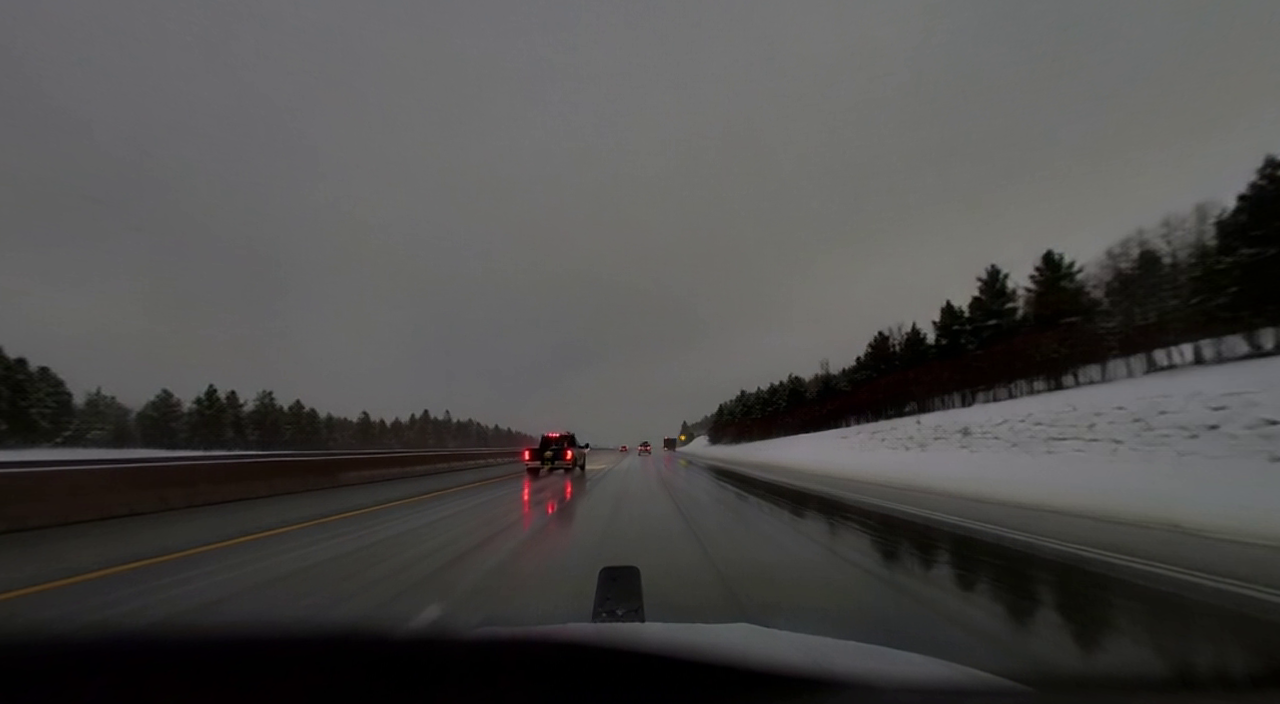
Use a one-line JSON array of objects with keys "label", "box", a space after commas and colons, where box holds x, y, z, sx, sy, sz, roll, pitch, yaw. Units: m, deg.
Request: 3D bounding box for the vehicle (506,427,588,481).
[{"label": "vehicle", "box": [-3.560, 4.047, 25.288, 2.379, 1.918, 5.504, 0, -8, 1]}]
